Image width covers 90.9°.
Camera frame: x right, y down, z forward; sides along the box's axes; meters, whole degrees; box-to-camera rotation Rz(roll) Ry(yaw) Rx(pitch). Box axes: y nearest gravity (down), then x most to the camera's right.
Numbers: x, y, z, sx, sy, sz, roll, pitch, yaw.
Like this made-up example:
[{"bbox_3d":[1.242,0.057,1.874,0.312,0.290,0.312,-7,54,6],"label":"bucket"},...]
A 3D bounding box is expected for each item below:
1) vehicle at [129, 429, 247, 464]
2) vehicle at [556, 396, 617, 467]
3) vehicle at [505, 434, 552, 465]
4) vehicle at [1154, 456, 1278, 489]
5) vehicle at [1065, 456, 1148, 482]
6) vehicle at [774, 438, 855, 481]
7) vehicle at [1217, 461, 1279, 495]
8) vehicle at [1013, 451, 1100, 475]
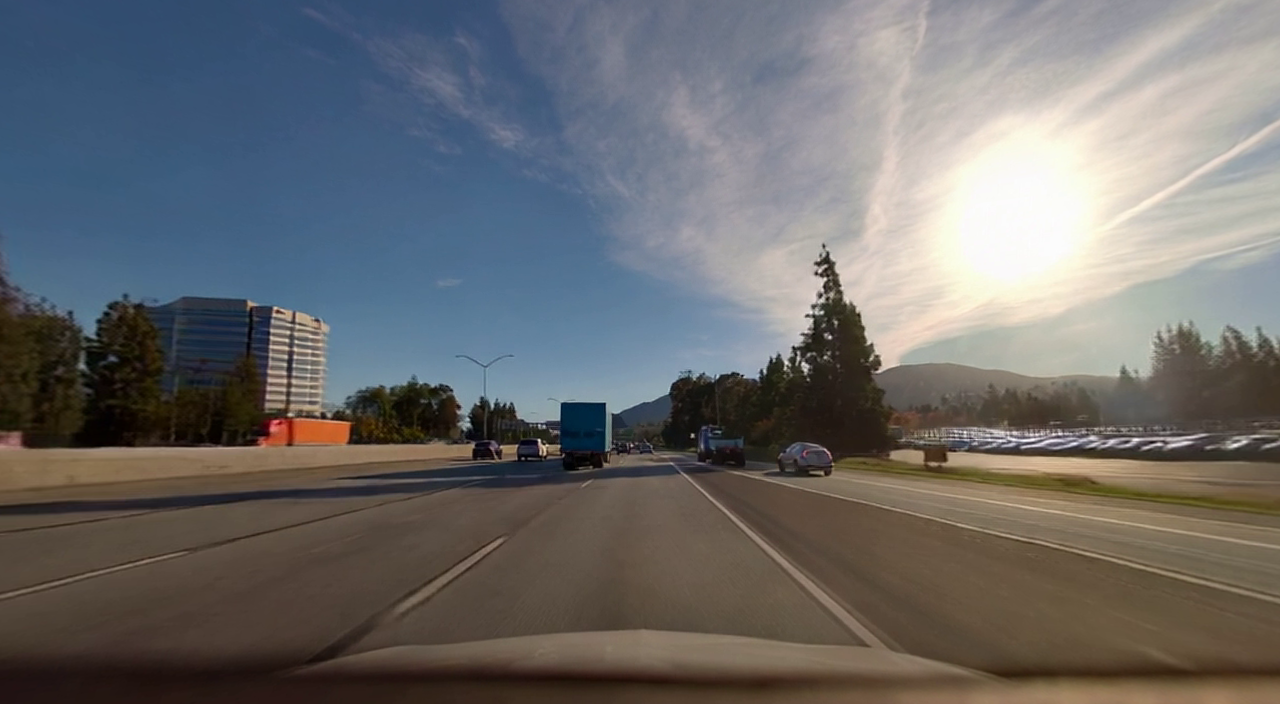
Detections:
[{"bbox_3d":[-29.611,6.260,41.751,2.711,2.115,6.705,-1,-8,2],"label":"vehicle"},{"bbox_3d":[-3.302,5.498,42.734,2.905,4.037,12.921,0,-8,1],"label":"vehicle"},{"bbox_3d":[-6.905,6.123,39.659,2.058,1.840,4.443,0,-8,1],"label":"vehicle"},{"bbox_3d":[28.204,5.875,30.933,4.526,1.446,1.814,1,-8,-6],"label":"vehicle"},{"bbox_3d":[28.042,7.023,37.949,3.637,1.360,1.728,-1,-8,-4],"label":"vehicle"},{"bbox_3d":[7.497,4.653,27.626,2.083,1.706,4.129,0,-8,-4],"label":"vehicle"},{"bbox_3d":[28.148,5.517,27.787,3.680,1.349,1.826,0,-8,-4],"label":"vehicle"},{"bbox_3d":[27.343,7.260,41.441,4.388,1.500,1.913,0,-8,-4],"label":"vehicle"}]
